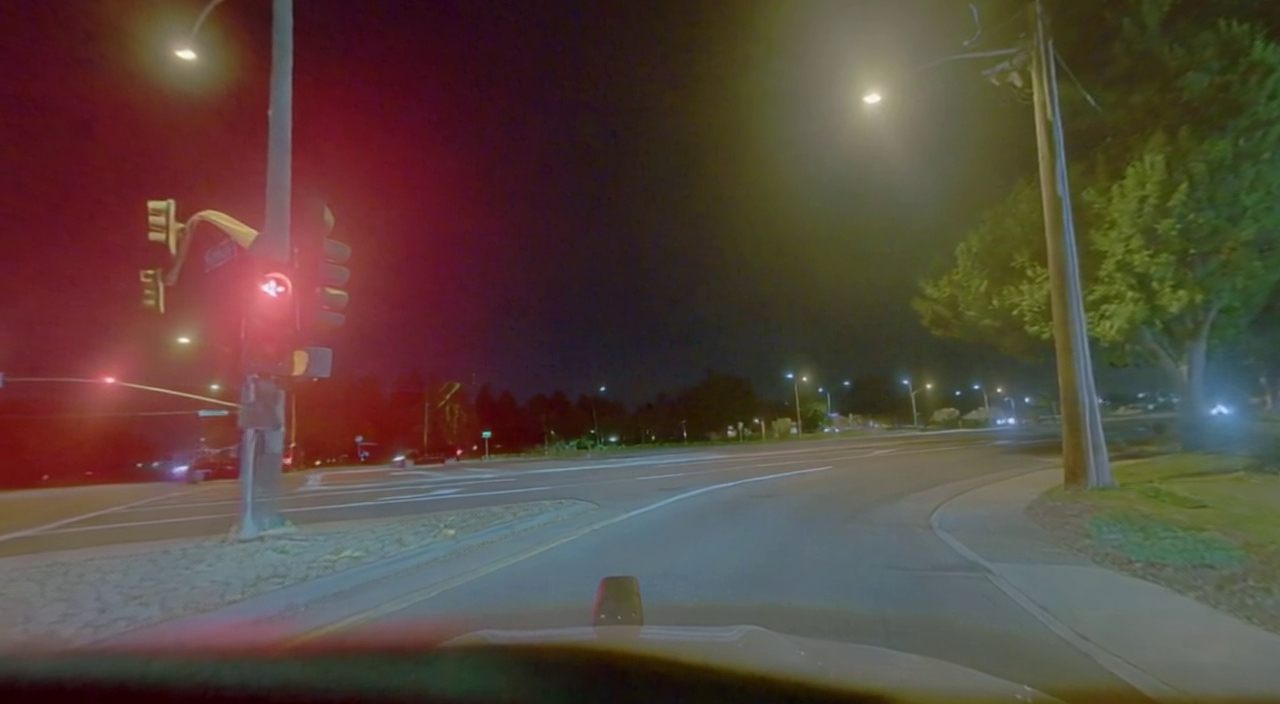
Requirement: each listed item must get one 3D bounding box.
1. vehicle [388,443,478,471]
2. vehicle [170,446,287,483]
[{"bbox_3d":[-11.864,5.996,36.200,4.527,1.444,1.811,8,-11,-42],"label":"vehicle"},{"bbox_3d":[-21.699,5.875,33.340,4.782,1.776,2.118,7,-11,-42],"label":"vehicle"}]
